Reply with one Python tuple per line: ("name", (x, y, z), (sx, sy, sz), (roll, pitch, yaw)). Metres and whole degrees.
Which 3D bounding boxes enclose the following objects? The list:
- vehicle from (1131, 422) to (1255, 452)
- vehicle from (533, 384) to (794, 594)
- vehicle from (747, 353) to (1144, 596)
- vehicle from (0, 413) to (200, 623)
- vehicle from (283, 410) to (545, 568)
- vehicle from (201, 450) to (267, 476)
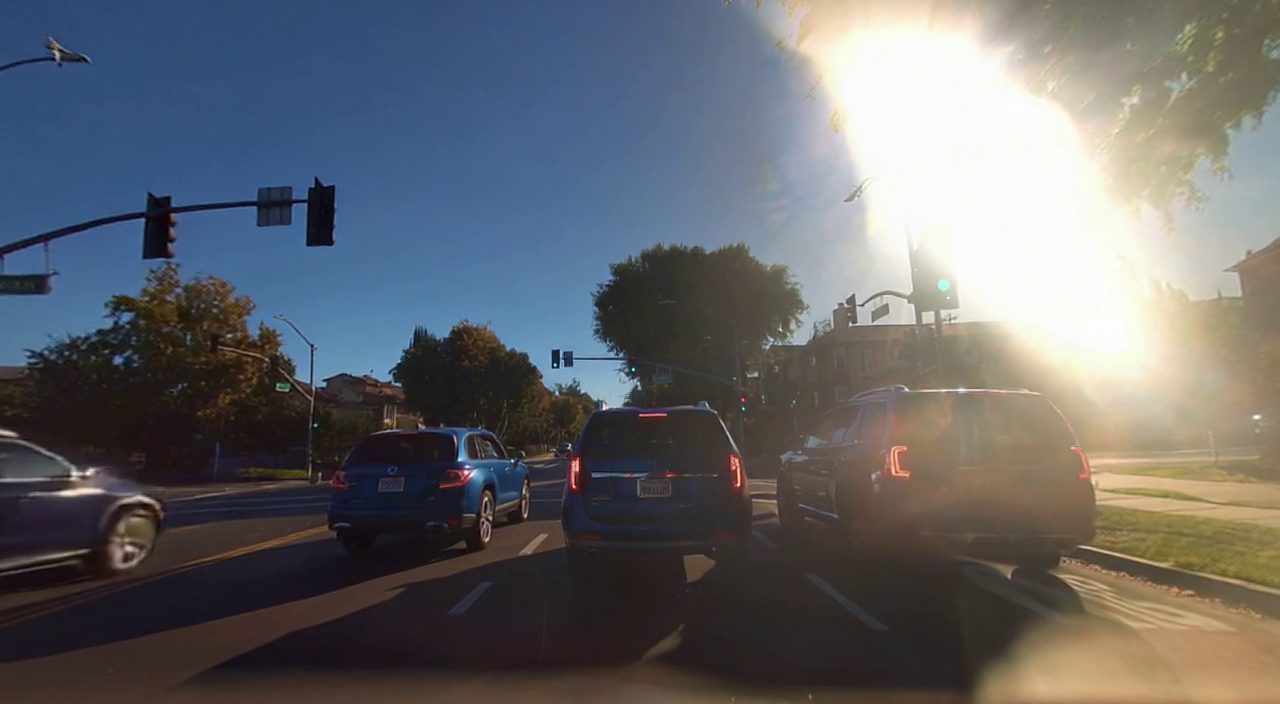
("vehicle", (28.167, 4.341, 32.224), (4.512, 1.444, 1.859), (0, -8, 0))
("vehicle", (0.167, 1.479, 7.581), (2.235, 1.778, 4.178), (0, -8, -1))
("vehicle", (3.088, 1.453, 8.283), (2.338, 2.063, 5.672), (0, -8, 0))
("vehicle", (-6.311, 1.359, 5.141), (2.193, 1.687, 4.507), (0, -8, -1))
("vehicle", (-2.748, 1.792, 9.032), (2.058, 1.659, 4.514), (0, -8, 0))
("vehicle", (-29.329, 8.013, 45.714), (1.820, 1.699, 4.308), (-1, -8, 2))
